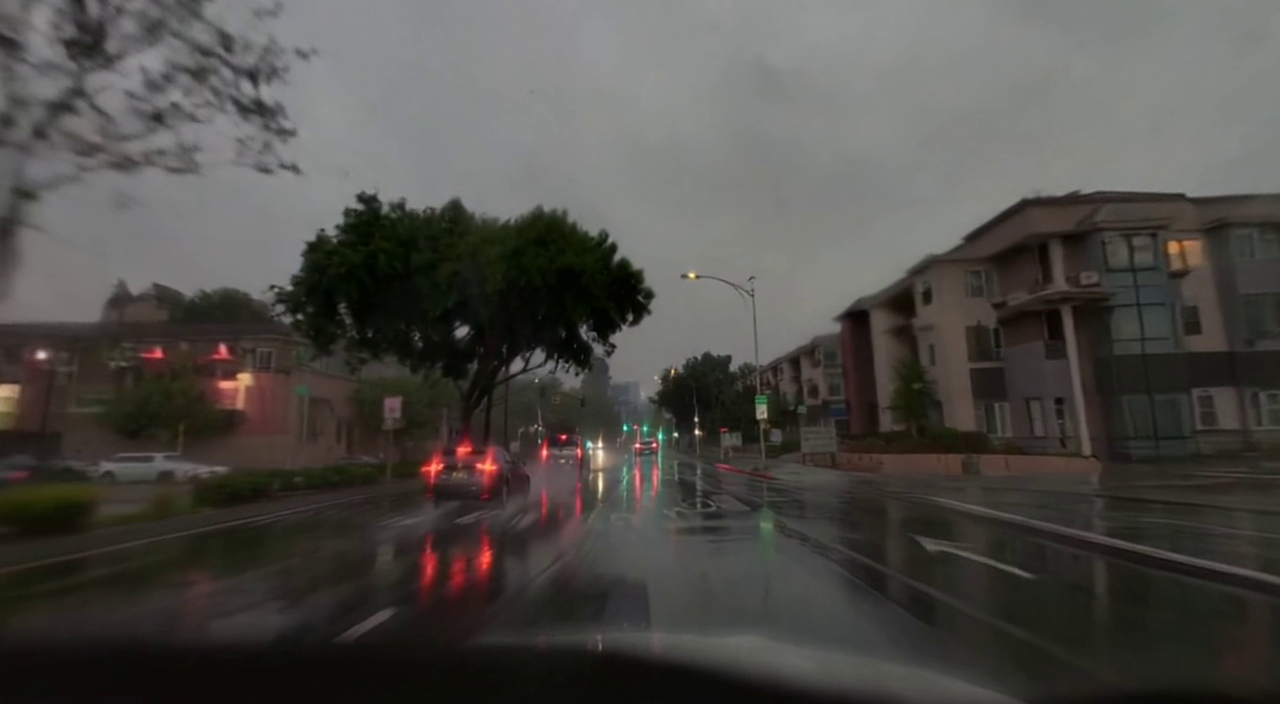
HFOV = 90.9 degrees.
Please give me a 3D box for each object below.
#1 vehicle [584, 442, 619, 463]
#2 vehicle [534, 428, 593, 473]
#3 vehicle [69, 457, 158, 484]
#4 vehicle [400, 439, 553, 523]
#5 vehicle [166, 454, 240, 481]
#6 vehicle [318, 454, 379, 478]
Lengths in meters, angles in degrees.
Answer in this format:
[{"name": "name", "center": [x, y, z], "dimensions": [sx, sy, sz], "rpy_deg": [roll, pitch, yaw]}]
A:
[{"name": "vehicle", "center": [-2.783, 7.463, 47.091], "dimensions": [2.246, 1.481, 4.146], "rpy_deg": [0, -9, 2]}, {"name": "vehicle", "center": [-3.524, 4.686, 30.060], "dimensions": [2.152, 1.987, 4.527], "rpy_deg": [0, -9, 1]}, {"name": "vehicle", "center": [-34.345, 7.710, 41.283], "dimensions": [1.868, 1.591, 4.503], "rpy_deg": [0, -9, 0]}, {"name": "vehicle", "center": [-3.102, 2.535, 12.968], "dimensions": [1.959, 1.406, 4.272], "rpy_deg": [0, -9, 1]}, {"name": "vehicle", "center": [-28.718, 7.556, 41.555], "dimensions": [1.859, 1.614, 4.102], "rpy_deg": [0, -9, 1]}, {"name": "vehicle", "center": [-19.693, 7.694, 42.824], "dimensions": [1.878, 1.472, 4.736], "rpy_deg": [0, -9, 1]}]
